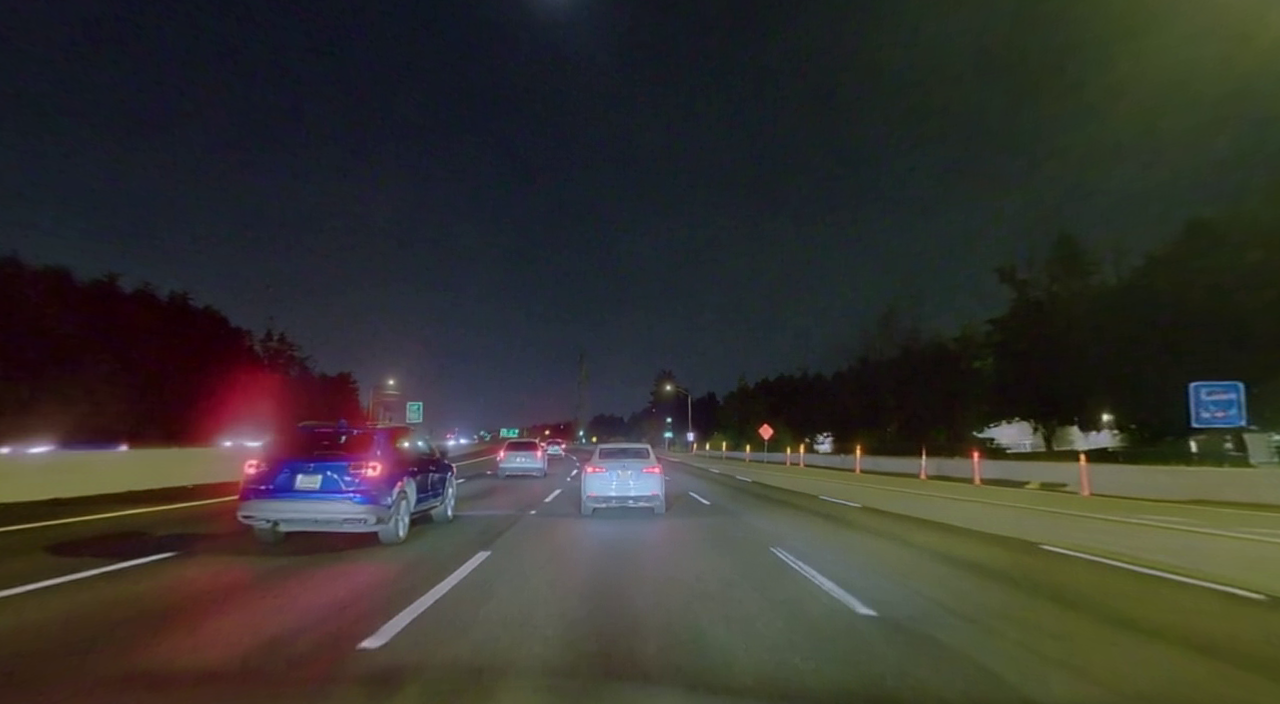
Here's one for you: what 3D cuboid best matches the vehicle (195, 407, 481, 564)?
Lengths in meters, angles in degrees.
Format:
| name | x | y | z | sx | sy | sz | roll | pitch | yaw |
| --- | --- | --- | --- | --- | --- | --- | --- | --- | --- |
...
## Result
| name | x | y | z | sx | sy | sz | roll | pitch | yaw |
| --- | --- | --- | --- | --- | --- | --- | --- | --- | --- |
| vehicle | -3.834 | 1.773 | 9.029 | 2.025 | 1.708 | 4.089 | 0 | -9 | 0 |

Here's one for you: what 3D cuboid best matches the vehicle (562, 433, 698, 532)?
| name | x | y | z | sx | sy | sz | roll | pitch | yaw |
| --- | --- | --- | --- | --- | --- | --- | --- | --- | --- |
| vehicle | -0.213 | 2.294 | 11.708 | 2.069 | 1.484 | 3.982 | 0 | -9 | -2 |

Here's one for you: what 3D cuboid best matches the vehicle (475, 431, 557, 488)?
| name | x | y | z | sx | sy | sz | roll | pitch | yaw |
| --- | --- | --- | --- | --- | --- | --- | --- | --- | --- |
| vehicle | -4.097 | 3.612 | 21.532 | 1.982 | 1.727 | 4.057 | 0 | -9 | -1 |
